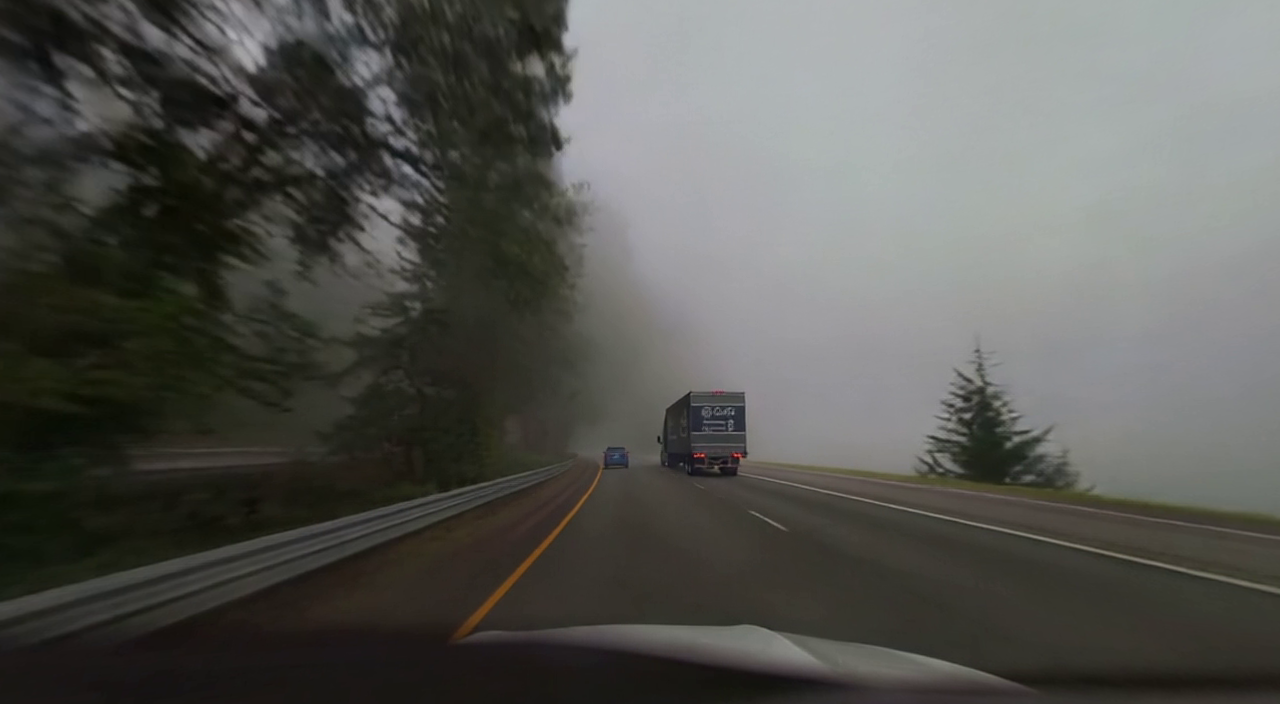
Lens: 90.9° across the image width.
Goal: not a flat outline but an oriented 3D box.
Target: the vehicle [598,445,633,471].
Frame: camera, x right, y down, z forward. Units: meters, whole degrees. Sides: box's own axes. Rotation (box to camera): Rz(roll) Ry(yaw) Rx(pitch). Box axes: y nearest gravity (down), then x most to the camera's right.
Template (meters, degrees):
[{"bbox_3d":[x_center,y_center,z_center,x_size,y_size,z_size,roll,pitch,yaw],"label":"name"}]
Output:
[{"bbox_3d":[-1.430,6.210,37.121,1.913,1.460,3.610,0,-9,-2],"label":"vehicle"}]

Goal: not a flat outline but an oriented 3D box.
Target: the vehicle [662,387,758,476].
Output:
[{"bbox_3d":[3.411,4.656,35.551,2.951,4.012,14.203,0,-9,-3],"label":"vehicle"}]
